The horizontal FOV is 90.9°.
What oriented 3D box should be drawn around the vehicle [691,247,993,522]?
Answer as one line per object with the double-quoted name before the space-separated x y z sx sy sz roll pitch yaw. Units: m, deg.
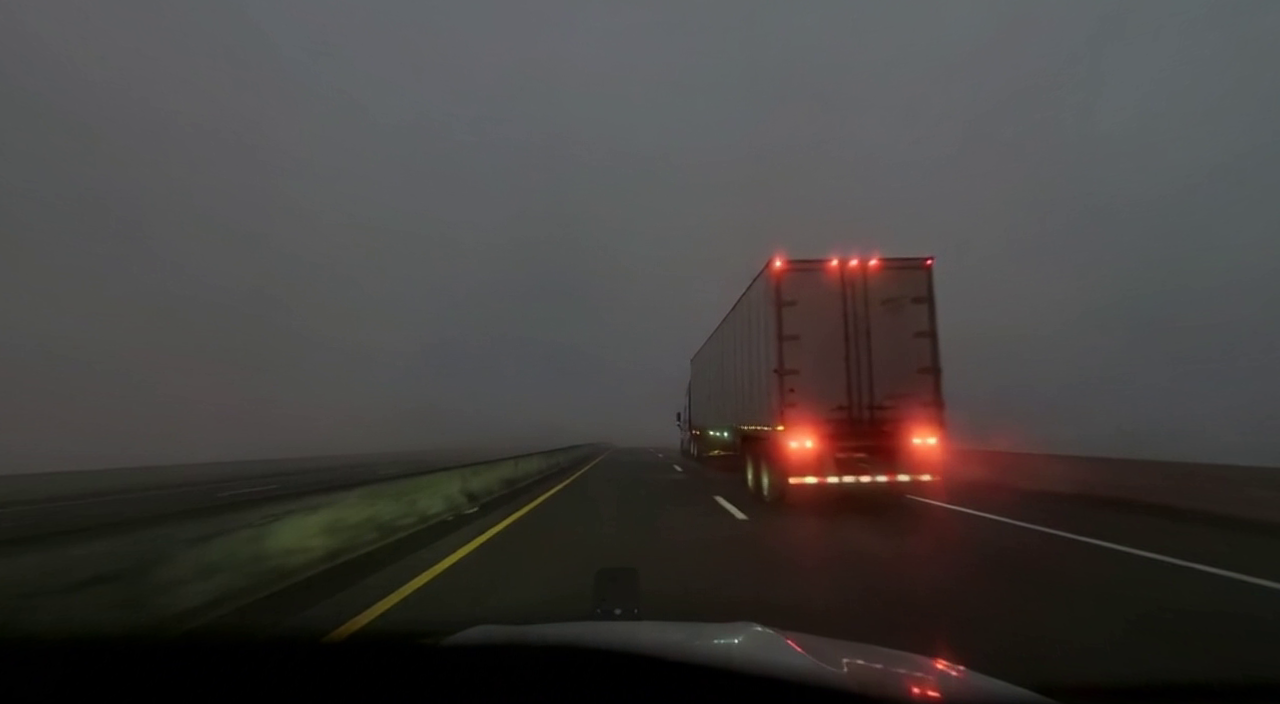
"vehicle" 3.456 1.329 16.009 2.924 4.024 13.639 0 -8 -1
